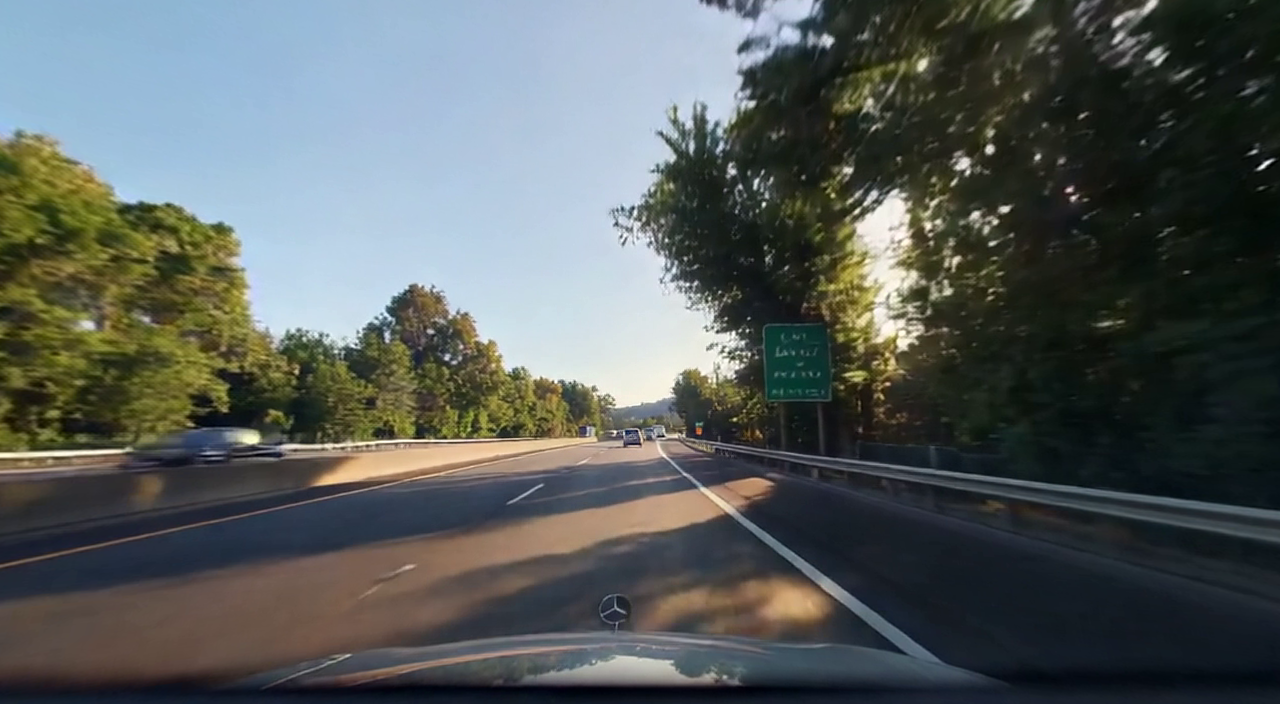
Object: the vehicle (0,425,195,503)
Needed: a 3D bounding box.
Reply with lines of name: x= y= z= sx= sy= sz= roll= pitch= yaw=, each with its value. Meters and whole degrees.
vehicle: x=-12.580 y=2.453 z=14.289 sx=1.874 sy=1.488 sz=4.245 roll=0 pitch=-8 yaw=-1
